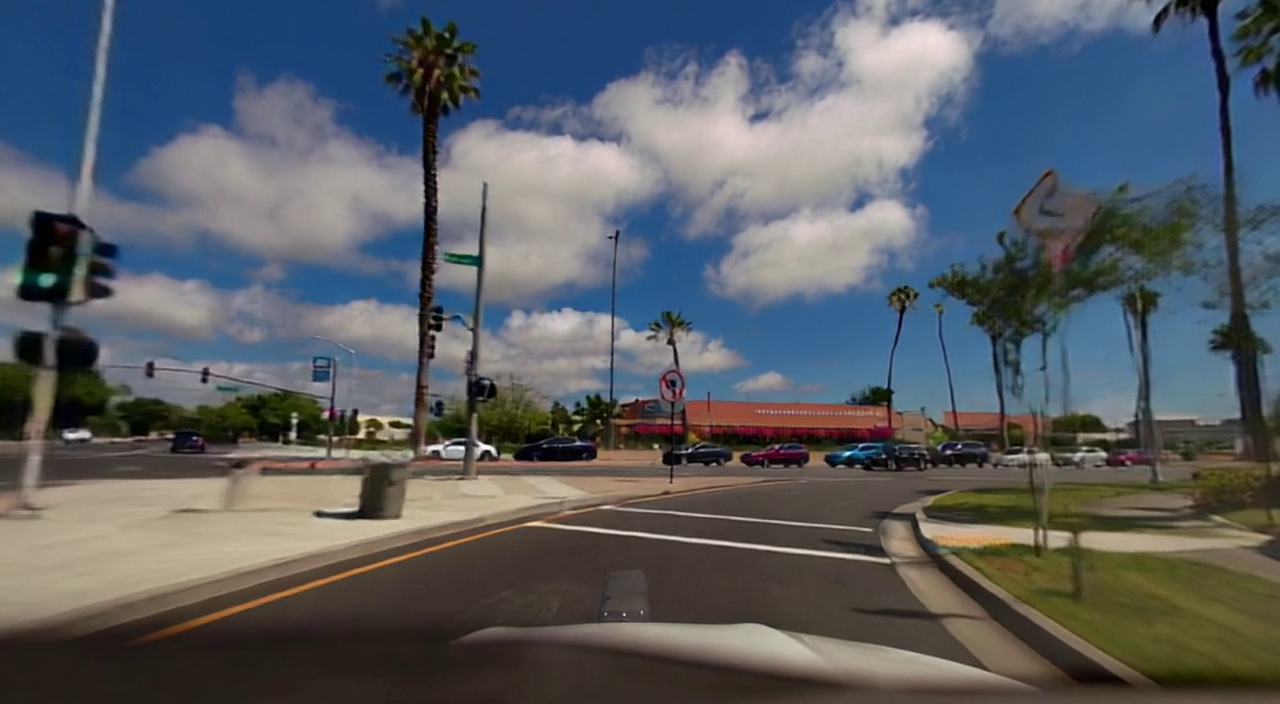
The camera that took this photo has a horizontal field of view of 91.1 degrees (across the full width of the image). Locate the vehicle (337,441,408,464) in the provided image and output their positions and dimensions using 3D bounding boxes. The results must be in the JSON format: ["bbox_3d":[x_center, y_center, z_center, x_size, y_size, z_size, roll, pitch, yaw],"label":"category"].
[{"bbox_3d":[-18.585,6.974,43.653,4.389,1.502,1.794,4,-9,-23],"label":"vehicle"}]

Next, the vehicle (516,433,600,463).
[{"bbox_3d":[-5.025,5.845,38.336,4.713,1.664,1.909,3,-10,-24],"label":"vehicle"}]

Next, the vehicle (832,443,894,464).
[{"bbox_3d":[17.117,7.792,48.174,4.291,1.474,1.857,3,-12,-24],"label":"vehicle"}]

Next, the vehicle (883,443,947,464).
[{"bbox_3d":[20.353,7.496,46.435,4.356,1.543,1.844,4,-9,-24],"label":"vehicle"}]

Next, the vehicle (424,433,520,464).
[{"bbox_3d":[-8.941,5.158,33.439,4.648,1.501,1.862,5,-10,-23],"label":"vehicle"}]

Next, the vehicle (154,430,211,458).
[{"bbox_3d":[-30.609,6.186,42.134,2.114,1.784,4.450,4,-9,-24],"label":"vehicle"}]

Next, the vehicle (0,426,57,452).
[{"bbox_3d":[-43.815,6.245,44.671,1.884,1.678,4.527,3,-10,-23],"label":"vehicle"}]

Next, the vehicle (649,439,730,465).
[{"bbox_3d":[3.302,6.716,41.925,5.112,1.593,1.865,5,-12,-22],"label":"vehicle"}]

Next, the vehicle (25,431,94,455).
[{"bbox_3d":[-37.442,5.901,40.613,1.900,1.462,4.225,4,-9,-24],"label":"vehicle"}]

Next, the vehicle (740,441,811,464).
[{"bbox_3d":[9.722,7.200,44.901,4.774,1.493,1.854,5,-9,-24],"label":"vehicle"}]

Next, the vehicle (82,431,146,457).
[{"bbox_3d":[-33.969,5.967,40.680,1.977,1.584,3.983,4,-9,-23],"label":"vehicle"}]
